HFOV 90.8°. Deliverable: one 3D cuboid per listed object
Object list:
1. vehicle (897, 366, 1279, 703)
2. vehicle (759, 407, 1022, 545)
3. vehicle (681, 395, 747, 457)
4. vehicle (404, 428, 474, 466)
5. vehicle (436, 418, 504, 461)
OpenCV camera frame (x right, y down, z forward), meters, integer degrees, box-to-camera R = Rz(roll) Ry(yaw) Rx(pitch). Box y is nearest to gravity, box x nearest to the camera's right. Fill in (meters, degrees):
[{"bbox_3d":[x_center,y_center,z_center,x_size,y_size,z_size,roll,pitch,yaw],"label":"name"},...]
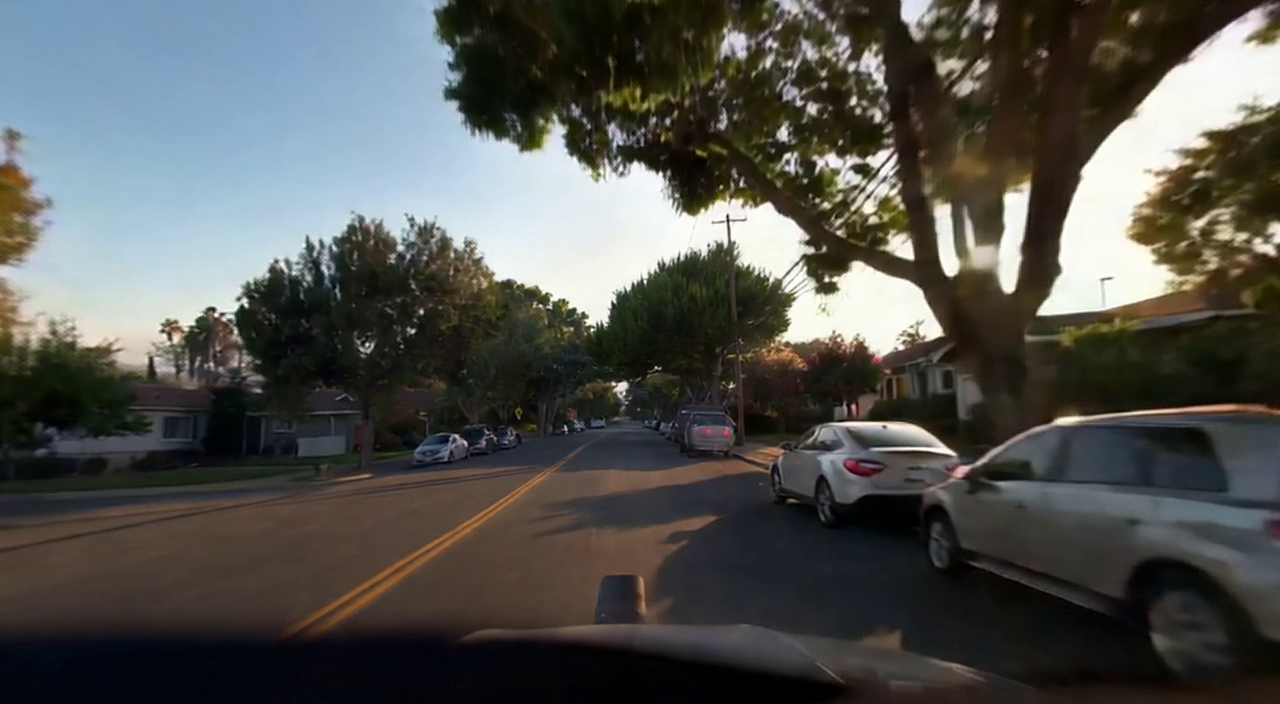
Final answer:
[{"bbox_3d":[3.675,1.065,4.038,2.047,1.598,4.321,0,-8,-3],"label":"vehicle"},{"bbox_3d":[3.558,1.877,10.289,2.079,1.681,4.933,0,-8,-2],"label":"vehicle"},{"bbox_3d":[3.043,3.178,26.744,2.233,2.453,3.787,0,-8,-1],"label":"vehicle"},{"bbox_3d":[-8.446,4.025,26.866,1.821,1.476,4.060,0,-8,-3],"label":"vehicle"},{"bbox_3d":[-8.596,4.447,32.392,2.163,1.841,4.679,-6,-7,-1],"label":"vehicle"}]
